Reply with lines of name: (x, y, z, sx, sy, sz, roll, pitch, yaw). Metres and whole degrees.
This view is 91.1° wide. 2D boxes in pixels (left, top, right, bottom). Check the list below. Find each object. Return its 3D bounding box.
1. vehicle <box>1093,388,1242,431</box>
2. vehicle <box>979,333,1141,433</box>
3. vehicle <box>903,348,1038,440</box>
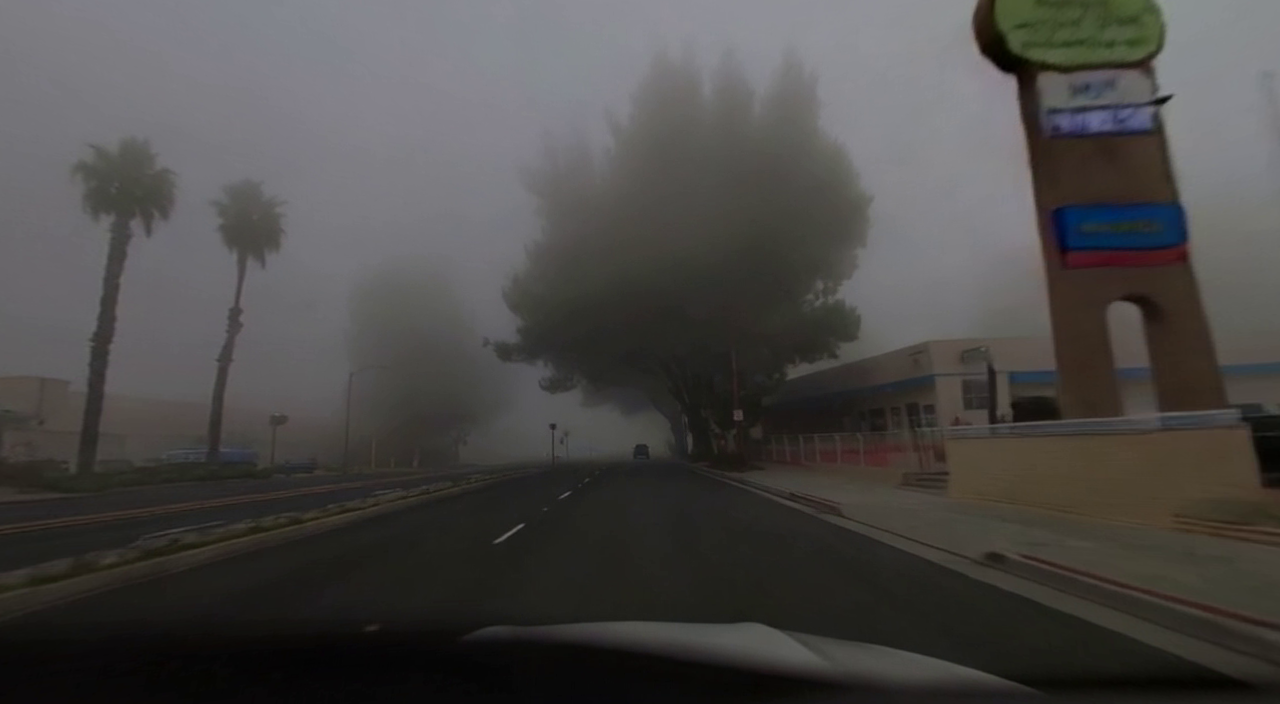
vehicle: (23.364, 2.605, 28.013, 4.630, 1.473, 1.702, -5, -13, 17)
vehicle: (11.310, 1.008, 16.772, 5.186, 2.000, 2.226, 10, -13, -41)
vehicle: (10.517, 1.469, 19.863, 4.592, 2.160, 2.015, 11, -20, -41)
